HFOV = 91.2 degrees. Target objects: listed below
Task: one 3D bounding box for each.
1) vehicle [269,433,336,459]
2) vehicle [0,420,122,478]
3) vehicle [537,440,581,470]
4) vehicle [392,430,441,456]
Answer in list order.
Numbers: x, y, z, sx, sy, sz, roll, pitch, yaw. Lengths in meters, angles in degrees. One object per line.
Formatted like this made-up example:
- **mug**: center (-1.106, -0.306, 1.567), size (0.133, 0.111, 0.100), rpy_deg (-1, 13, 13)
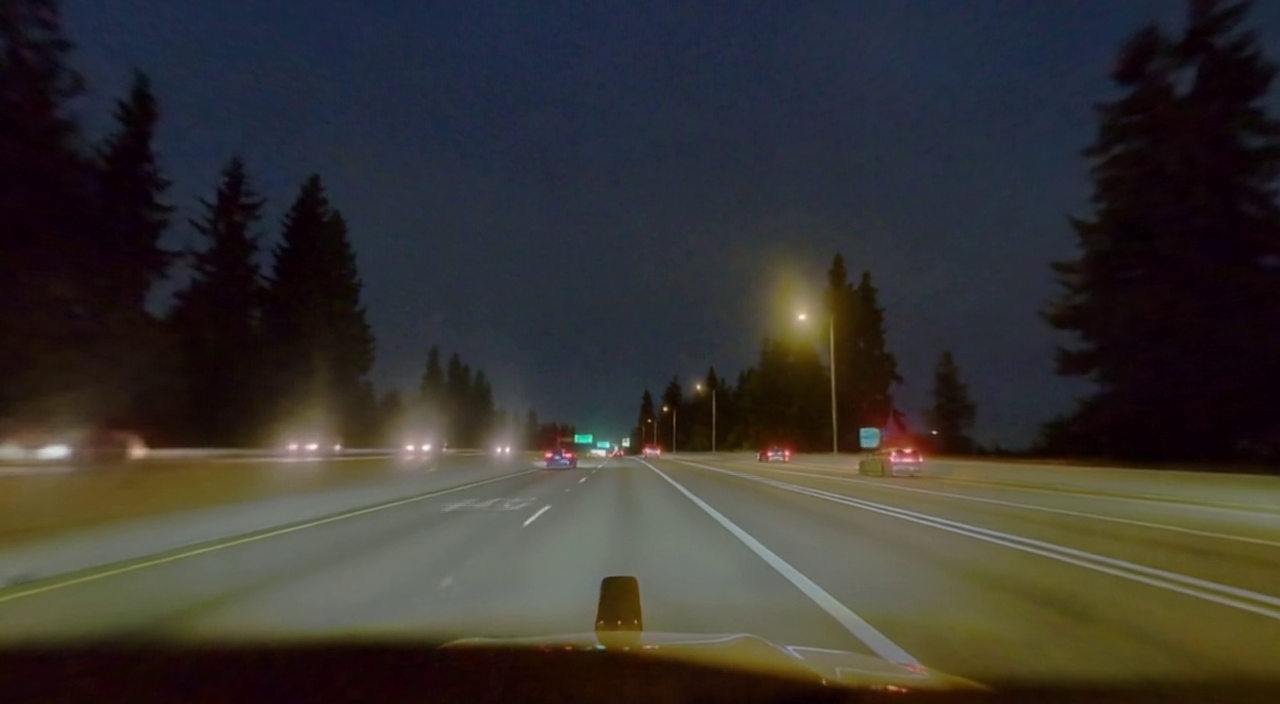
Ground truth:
- **vehicle**: center (-21.687, 6.107, 40.497), size (1.872, 1.579, 4.500), rpy_deg (0, -9, -1)
- **vehicle**: center (-17.505, 2.805, 18.125), size (1.759, 1.489, 3.855), rpy_deg (0, -9, -1)
- **vehicle**: center (-4.613, 5.906, 36.178), size (2.071, 1.615, 3.868), rpy_deg (0, -9, -1)
- **vehicle**: center (-17.595, 7.254, 49.637), size (2.070, 1.906, 5.188), rpy_deg (0, -9, -1)
